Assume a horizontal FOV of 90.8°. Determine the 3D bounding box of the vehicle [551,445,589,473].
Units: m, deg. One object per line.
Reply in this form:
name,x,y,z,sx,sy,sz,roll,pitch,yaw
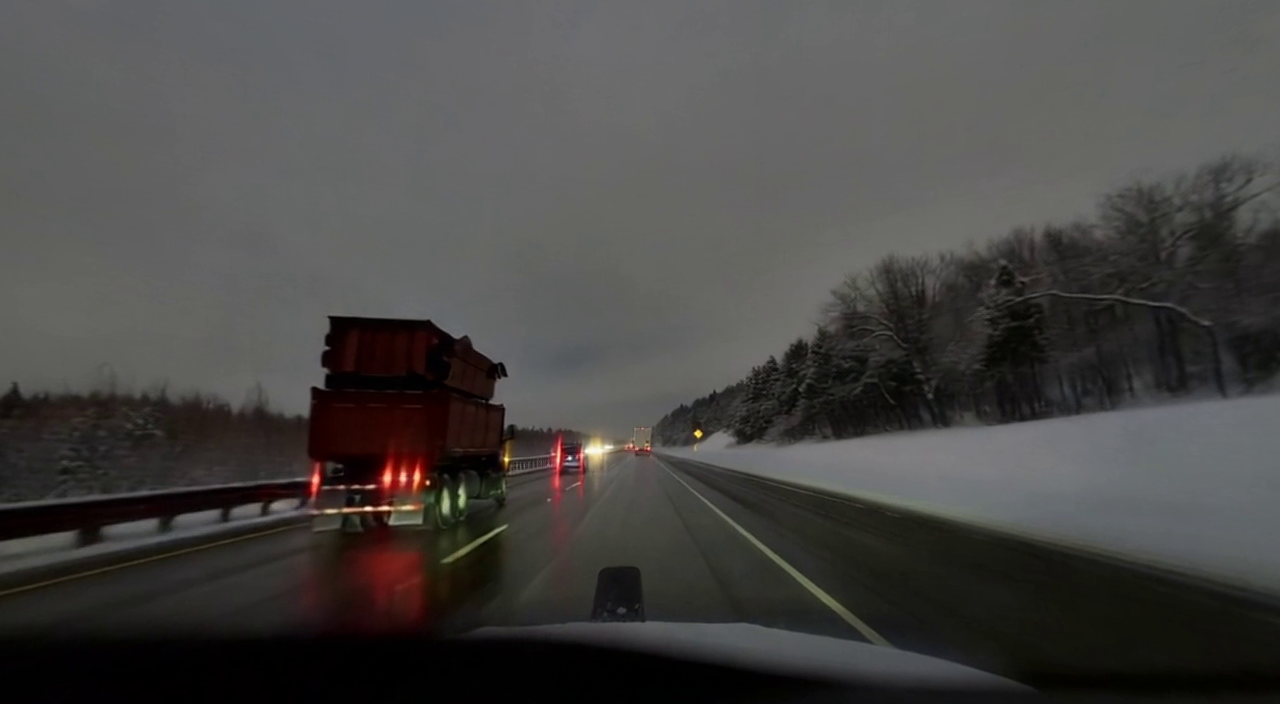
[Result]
vehicle,-4.146,6.370,37.838,1.880,1.569,3.714,0,-9,-1
